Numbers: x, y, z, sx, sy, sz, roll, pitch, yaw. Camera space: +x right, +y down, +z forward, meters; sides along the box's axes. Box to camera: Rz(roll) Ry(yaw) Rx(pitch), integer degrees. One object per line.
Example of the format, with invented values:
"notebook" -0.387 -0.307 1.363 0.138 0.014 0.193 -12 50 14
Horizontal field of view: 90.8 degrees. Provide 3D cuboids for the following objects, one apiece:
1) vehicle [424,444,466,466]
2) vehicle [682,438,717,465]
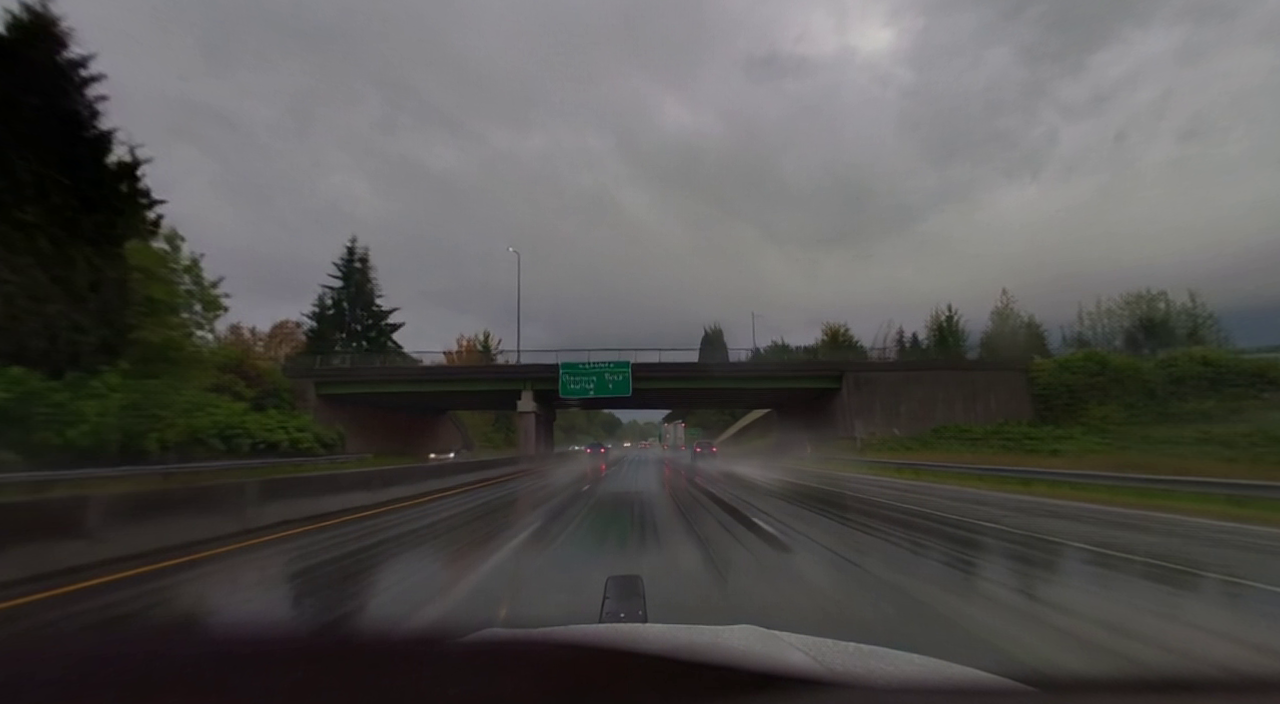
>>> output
"vehicle" -15.330 8.101 49.792 1.948 1.617 4.249 0 -9 0
"vehicle" 4.508 7.610 48.313 2.100 1.889 4.969 0 -9 -1
